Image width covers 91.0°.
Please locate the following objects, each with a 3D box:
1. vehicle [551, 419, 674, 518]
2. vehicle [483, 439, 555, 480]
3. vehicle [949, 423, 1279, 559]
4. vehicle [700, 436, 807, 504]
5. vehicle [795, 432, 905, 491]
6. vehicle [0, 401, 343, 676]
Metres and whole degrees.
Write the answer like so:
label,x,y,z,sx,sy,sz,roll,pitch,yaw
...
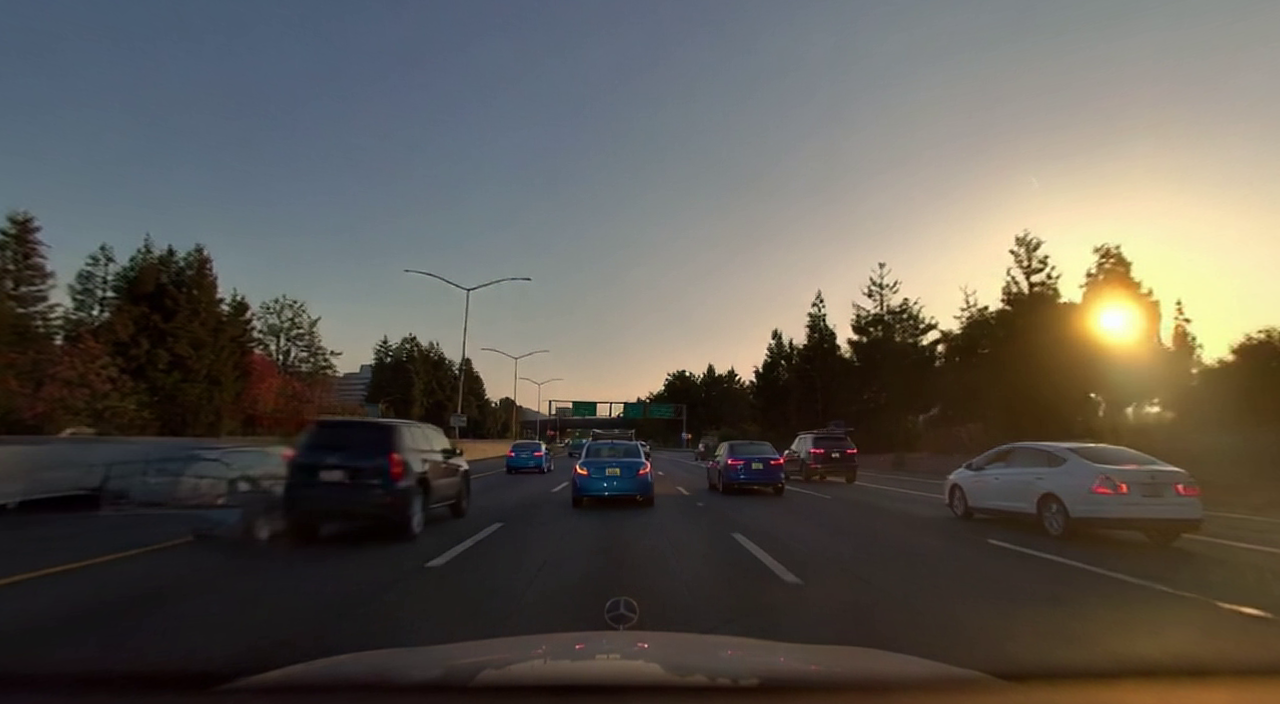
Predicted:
label,x,y,z,sx,sy,sz,roll,pitch,yaw
vehicle,-0.499,2.362,13.183,2.181,1.728,3.970,1,-9,-1
vehicle,-4.941,4.479,26.477,2.071,1.537,4.912,1,-9,-1
vehicle,7.260,2.066,10.101,2.106,1.641,4.671,1,-9,-2
vehicle,2.818,3.046,16.644,1.975,1.532,4.227,1,-9,-1
vehicle,6.788,3.597,20.952,2.022,1.735,4.400,1,-9,-2
vehicle,-4.525,1.237,4.863,1.971,1.505,5.035,0,-9,0
